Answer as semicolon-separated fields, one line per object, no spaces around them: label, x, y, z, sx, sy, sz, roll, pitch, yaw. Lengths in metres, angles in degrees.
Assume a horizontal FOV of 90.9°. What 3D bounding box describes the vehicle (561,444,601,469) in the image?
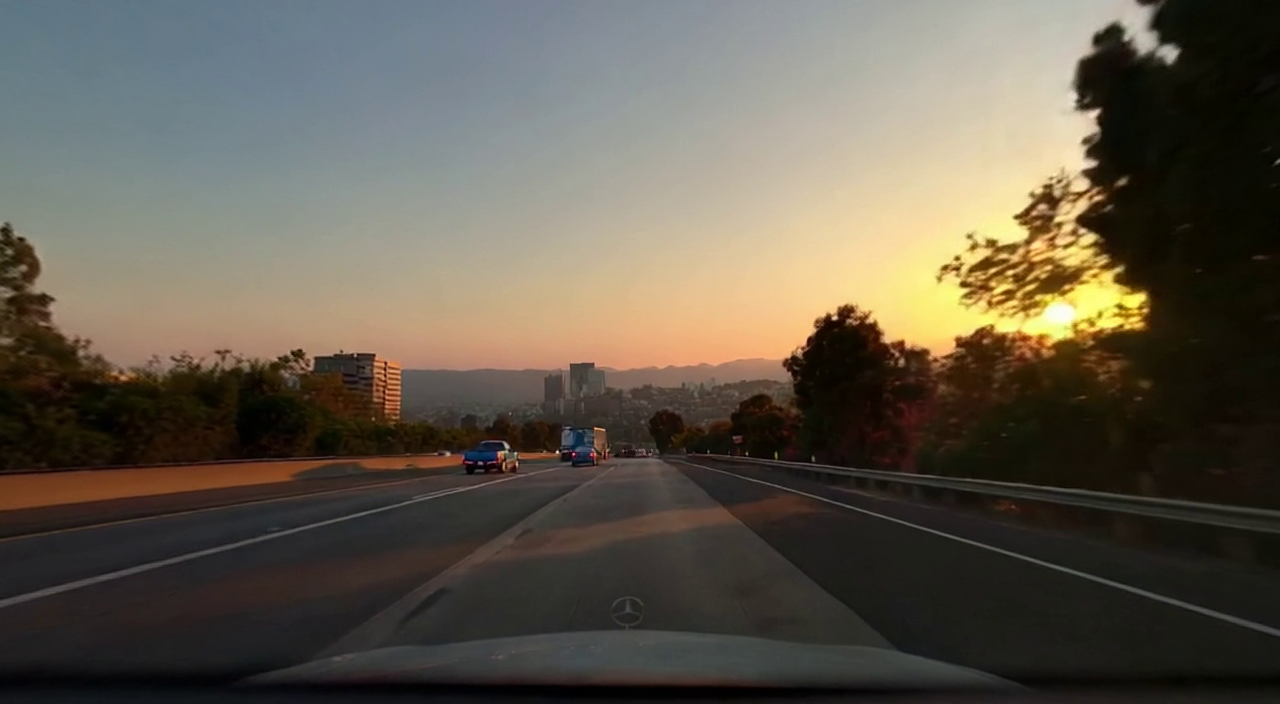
vehicle;-3.800;6.860;41.570;2.184;1.554;4.350;0;-8;1

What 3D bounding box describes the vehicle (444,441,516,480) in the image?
vehicle;-7.156;4.877;28.693;2.075;1.646;4.405;0;-8;0
